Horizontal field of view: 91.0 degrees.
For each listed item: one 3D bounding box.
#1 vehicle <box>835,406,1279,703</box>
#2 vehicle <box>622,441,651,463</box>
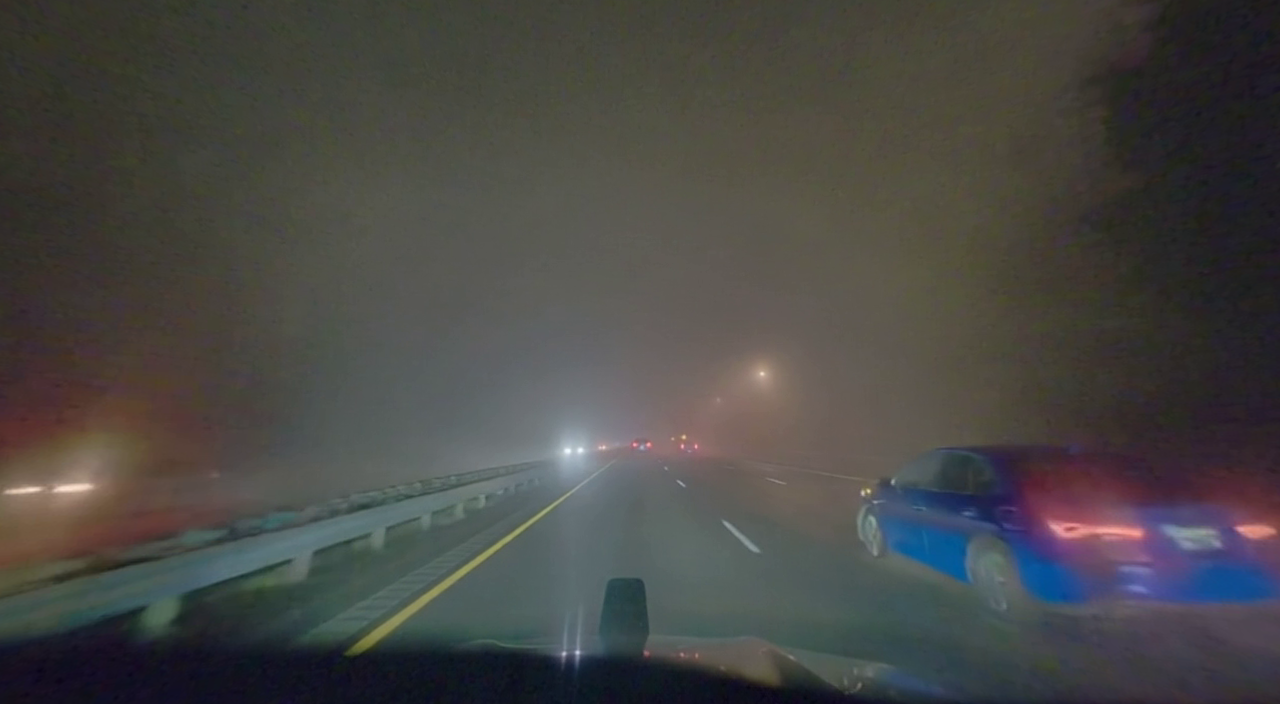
[{"bbox_3d":[3.143,1.280,4.697,1.957,1.496,4.327,0,-8,0],"label":"vehicle"},{"bbox_3d":[-0.214,7.262,45.826,2.009,1.554,4.013,0,-8,0],"label":"vehicle"}]
